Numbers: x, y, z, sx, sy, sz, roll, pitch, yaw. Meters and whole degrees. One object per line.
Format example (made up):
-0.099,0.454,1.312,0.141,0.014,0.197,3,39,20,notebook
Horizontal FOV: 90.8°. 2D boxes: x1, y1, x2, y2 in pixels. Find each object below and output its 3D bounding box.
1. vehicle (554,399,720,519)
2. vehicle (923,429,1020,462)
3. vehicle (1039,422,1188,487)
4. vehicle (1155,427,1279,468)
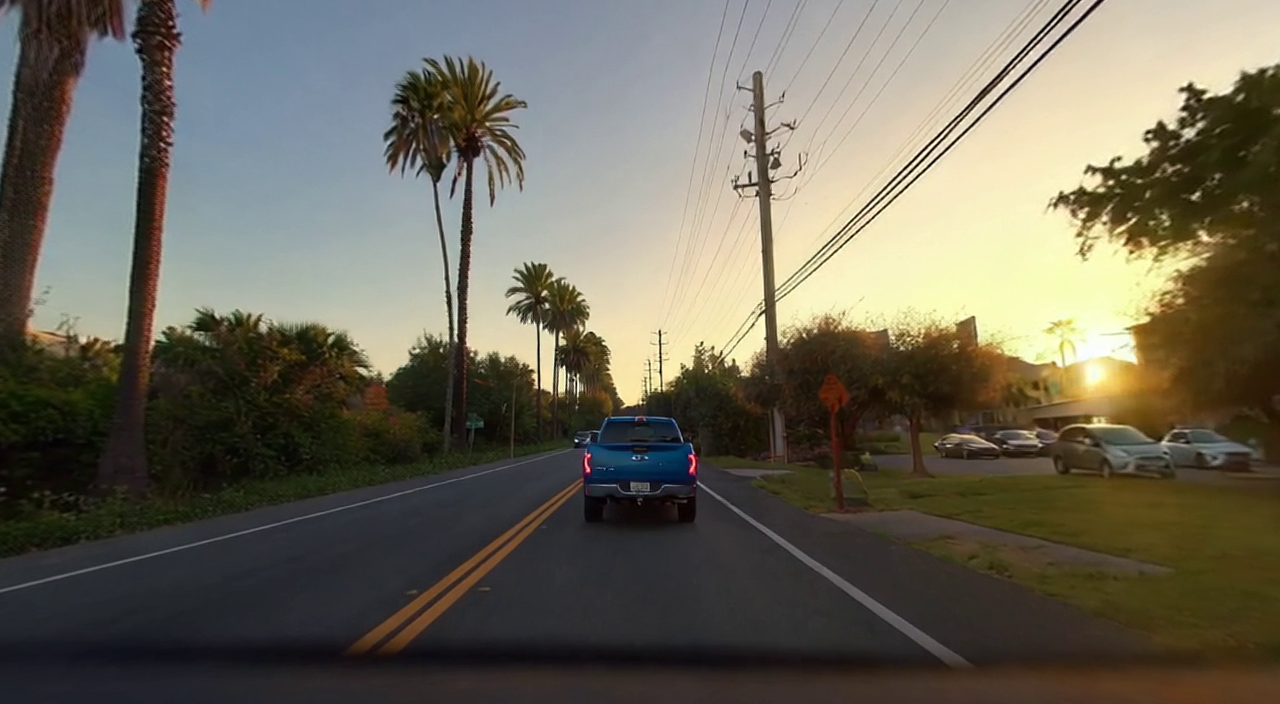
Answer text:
-0.062,2.285,13.888,2.848,2.047,5.885,0,-8,0,vehicle
20.391,5.832,39.263,2.277,1.836,6.267,-1,-9,-4,vehicle
16.009,3.504,21.897,2.338,1.917,6.076,-4,-9,20,vehicle
24.474,4.019,26.396,4.314,1.553,1.948,0,-11,-7,vehicle
